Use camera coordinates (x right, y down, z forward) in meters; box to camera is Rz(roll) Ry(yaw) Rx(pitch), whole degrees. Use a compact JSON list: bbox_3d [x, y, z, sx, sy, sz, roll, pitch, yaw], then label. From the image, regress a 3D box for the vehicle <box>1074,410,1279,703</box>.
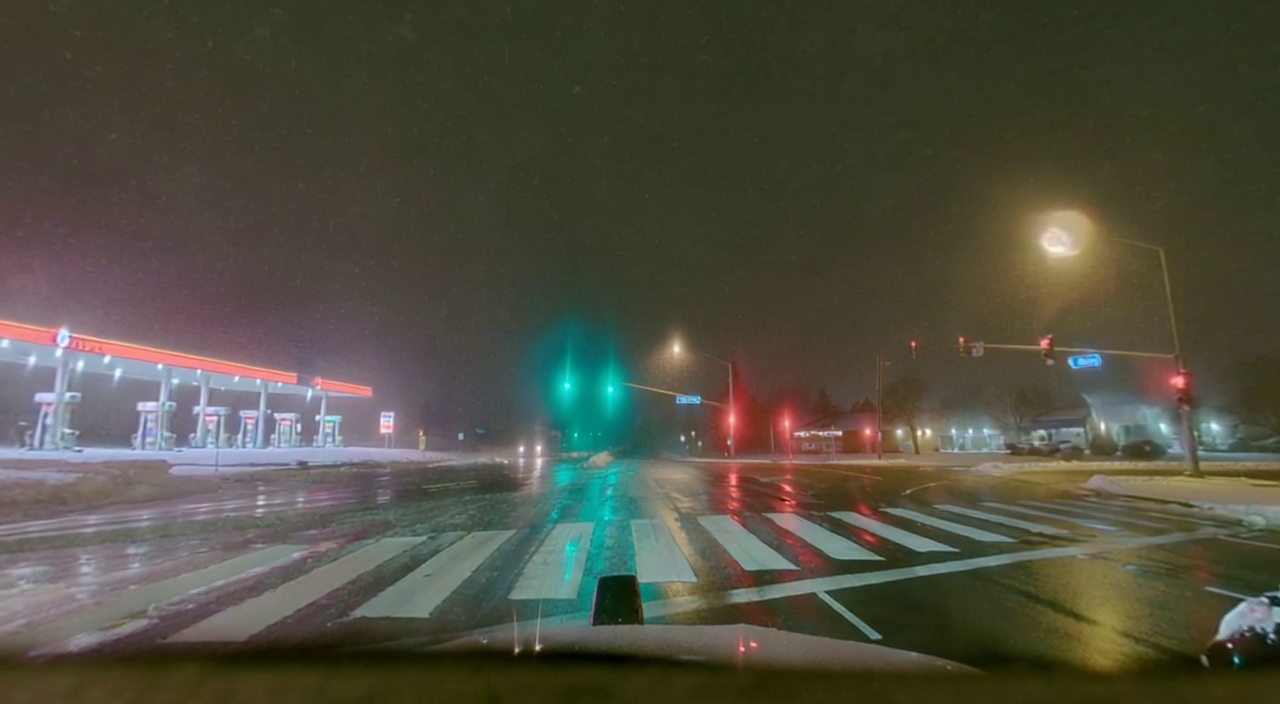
[{"bbox_3d":[3.318,0.749,1.038,2.023,1.437,4.477,0,-8,0],"label":"vehicle"}]
